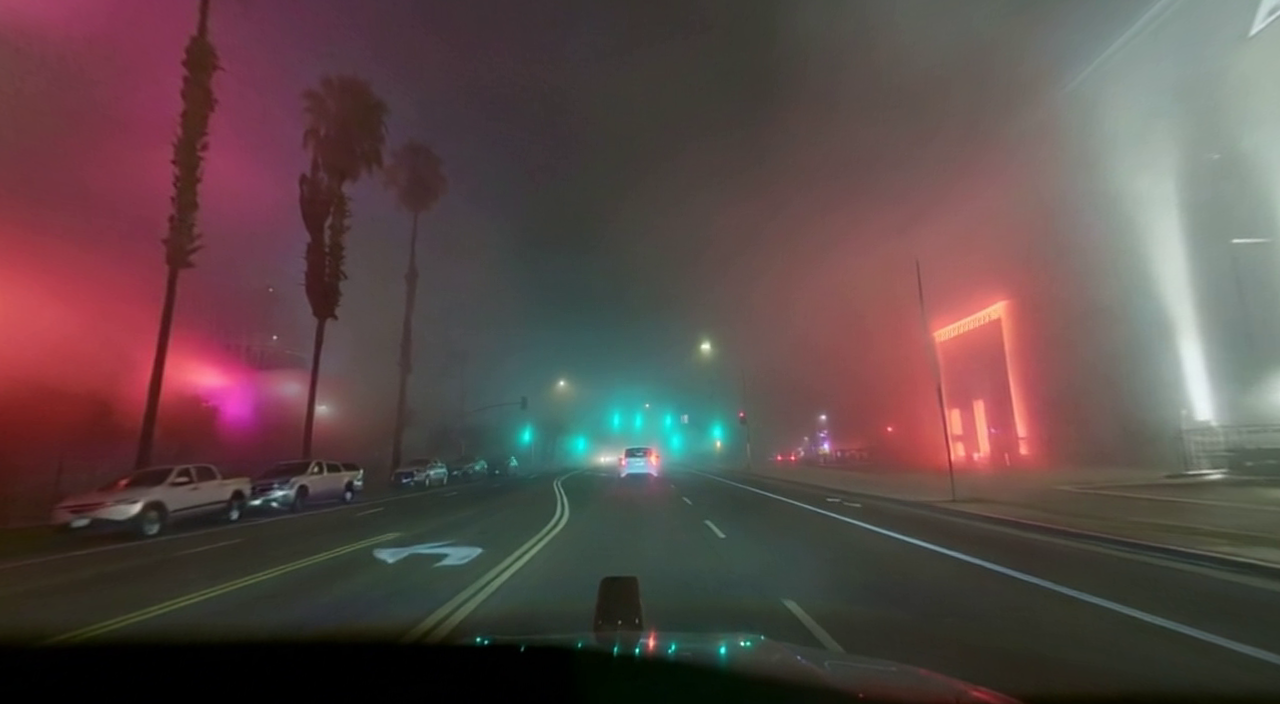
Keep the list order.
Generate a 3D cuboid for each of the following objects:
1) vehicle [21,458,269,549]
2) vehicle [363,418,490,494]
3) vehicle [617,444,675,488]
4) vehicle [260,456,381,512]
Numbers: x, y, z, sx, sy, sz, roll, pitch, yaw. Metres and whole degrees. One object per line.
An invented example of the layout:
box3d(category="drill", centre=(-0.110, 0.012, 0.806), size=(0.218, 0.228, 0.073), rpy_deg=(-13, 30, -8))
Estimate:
box3d(category="vehicle", centre=(-12.146, 3.689, 16.052), size=(2.308, 1.839, 4.793), rpy_deg=(0, -9, 2))
box3d(category="vehicle", centre=(-11.982, 6.010, 37.089), size=(3.058, 3.443, 12.503), rpy_deg=(-5, -8, 0))
box3d(category="vehicle", centre=(0.251, 4.612, 25.733), size=(2.145, 1.632, 3.972), rpy_deg=(0, -9, 1))
box3d(category="vehicle", centre=(-11.969, 4.937, 24.060), size=(1.981, 1.803, 4.835), rpy_deg=(0, -9, 1))
